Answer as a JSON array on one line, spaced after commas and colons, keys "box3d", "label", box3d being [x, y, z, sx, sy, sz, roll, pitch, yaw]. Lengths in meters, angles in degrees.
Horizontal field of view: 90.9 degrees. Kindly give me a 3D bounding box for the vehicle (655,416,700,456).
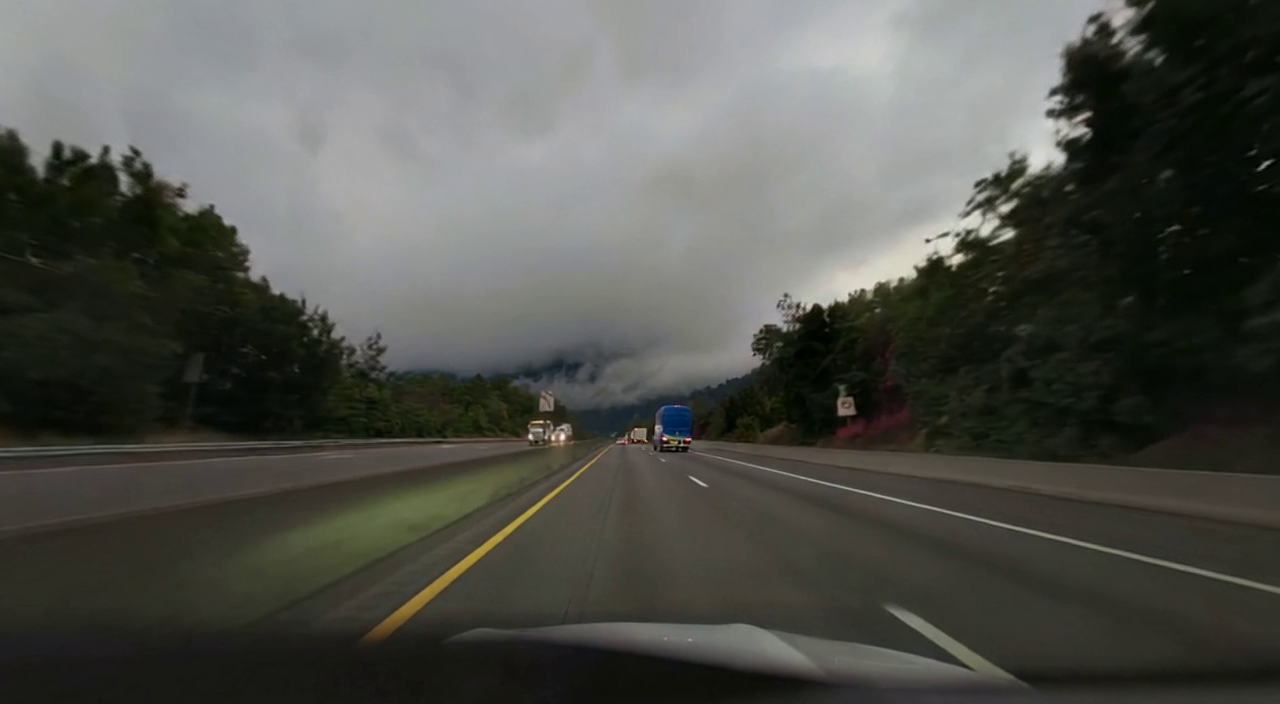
[{"box3d": [2.572, 6.003, 45.029, 2.570, 2.596, 6.082, 0, -8, -3], "label": "vehicle"}]
